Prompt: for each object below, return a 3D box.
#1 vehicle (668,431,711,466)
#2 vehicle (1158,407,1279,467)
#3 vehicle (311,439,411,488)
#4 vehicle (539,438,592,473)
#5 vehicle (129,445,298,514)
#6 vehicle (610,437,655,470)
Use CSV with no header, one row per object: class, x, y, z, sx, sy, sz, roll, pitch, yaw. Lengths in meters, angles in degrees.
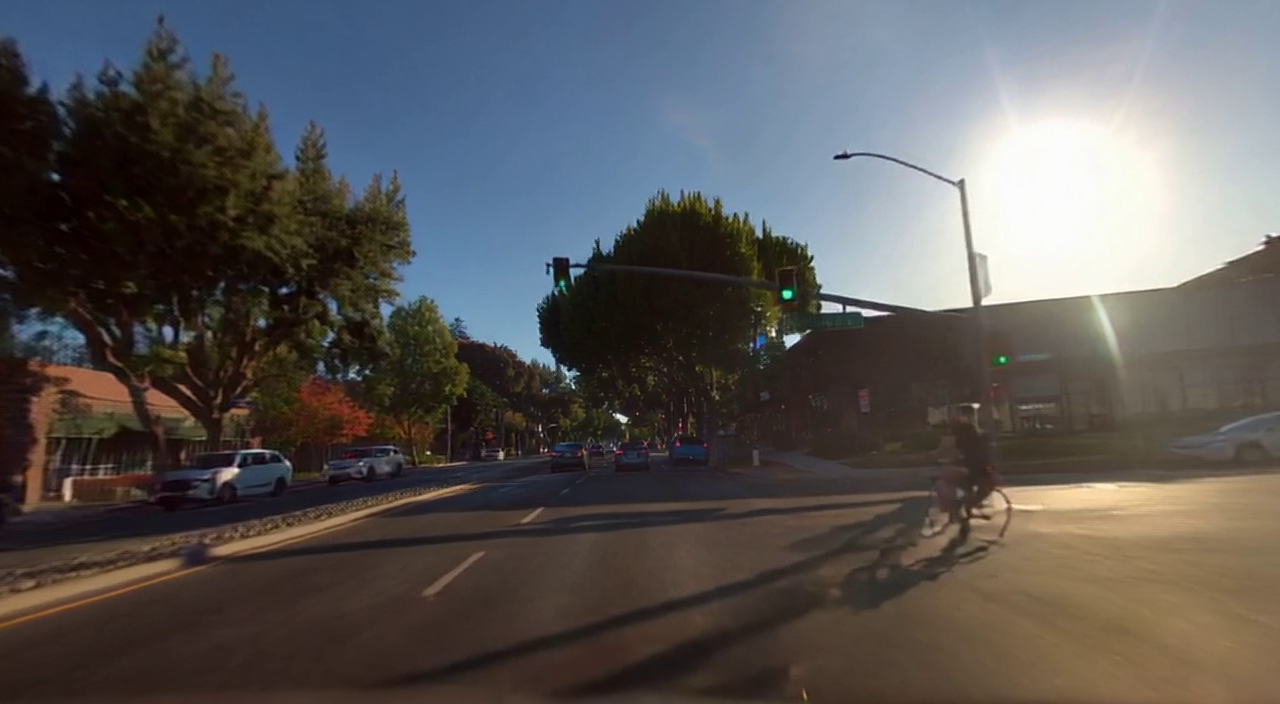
vehicle,2.776,5.533,36.591,2.175,1.850,5.118,-1,-8,2
vehicle,17.203,2.249,16.945,4.517,1.455,2.233,-1,-8,3
vehicle,-12.384,4.929,28.469,2.260,1.921,4.902,-1,-8,0
vehicle,-3.445,4.833,29.742,1.921,1.477,4.083,-1,-8,1
vehicle,-12.560,3.722,19.045,1.986,1.712,4.399,-1,-8,1
vehicle,-0.327,4.994,31.335,2.085,1.475,3.976,-1,-8,0
